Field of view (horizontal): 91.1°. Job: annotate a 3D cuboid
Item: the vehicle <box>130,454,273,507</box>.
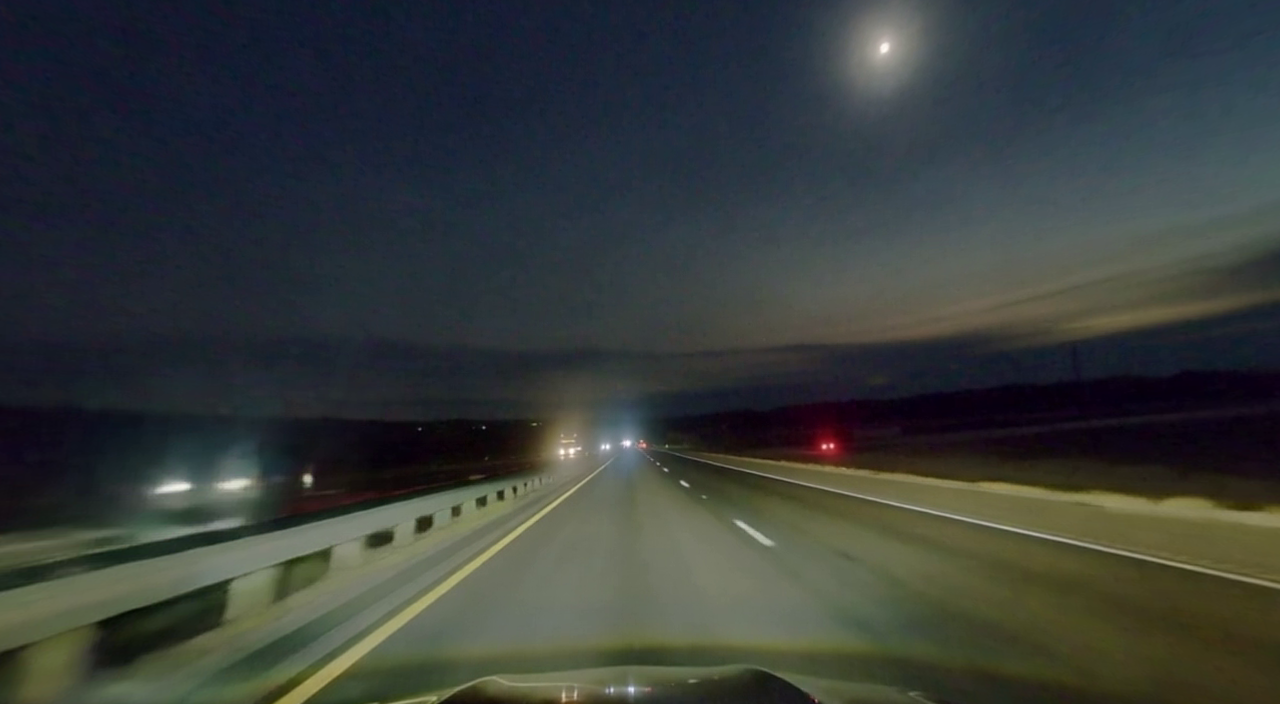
[{"bbox_3d":[-13.349,3.887,19.435,1.743,1.434,3.709,0,-9,-1],"label":"vehicle"}]
